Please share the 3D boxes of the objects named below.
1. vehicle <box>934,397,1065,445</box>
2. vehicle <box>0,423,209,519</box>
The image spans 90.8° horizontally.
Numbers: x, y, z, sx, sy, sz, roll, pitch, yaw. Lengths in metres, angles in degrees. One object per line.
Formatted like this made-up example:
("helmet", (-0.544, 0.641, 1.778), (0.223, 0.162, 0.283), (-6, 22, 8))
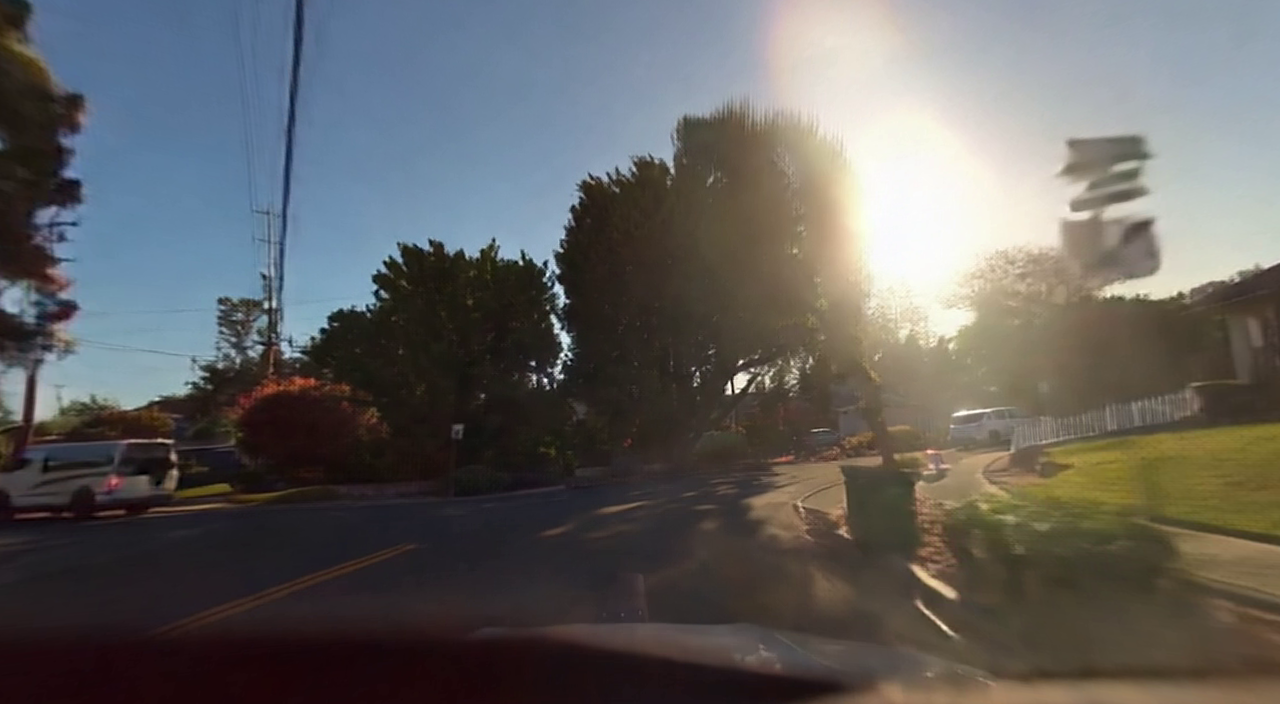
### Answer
("vehicle", (17.403, 3.462, 30.770), (2.056, 2.014, 5.011), (8, -13, -43))
("vehicle", (-20.049, 4.242, 22.987), (7.559, 3.058, 2.929), (-3, -9, 18))
